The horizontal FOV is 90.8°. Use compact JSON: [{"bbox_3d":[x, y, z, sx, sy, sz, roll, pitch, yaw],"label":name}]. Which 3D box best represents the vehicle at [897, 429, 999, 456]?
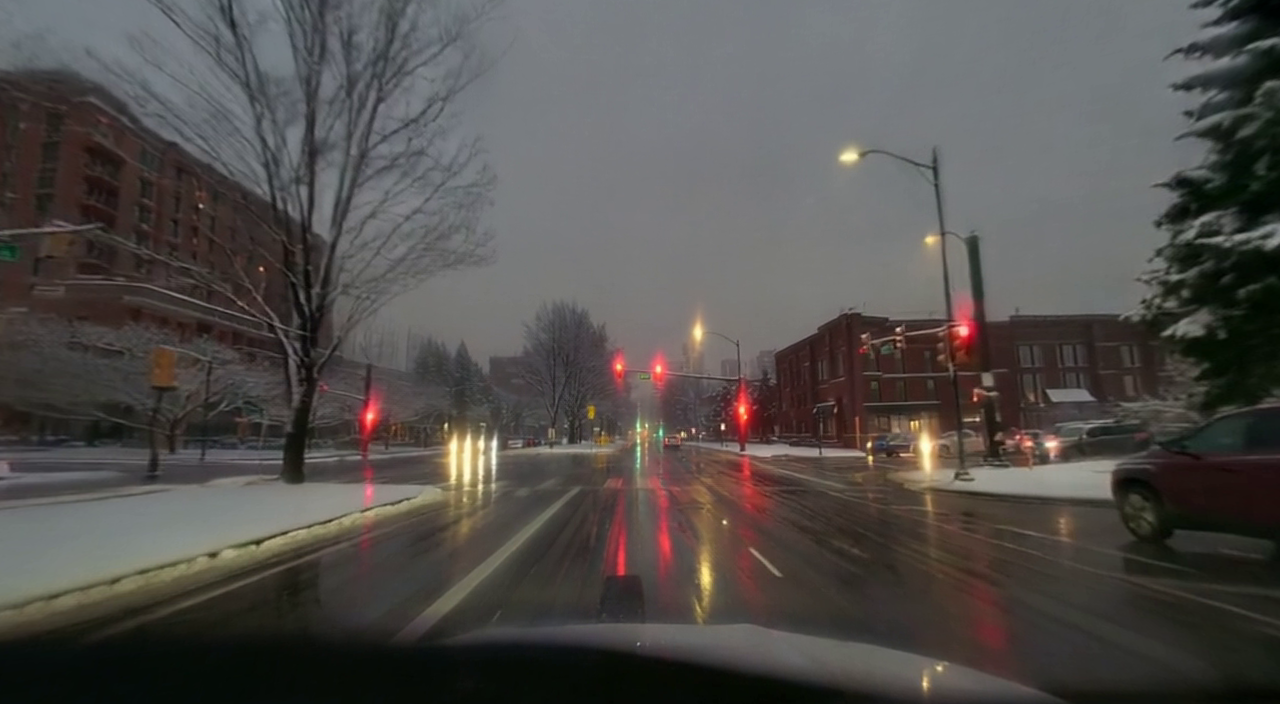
[{"bbox_3d":[17.858,5.287,36.774,4.916,1.504,1.846,0,-8,-1],"label":"vehicle"}]

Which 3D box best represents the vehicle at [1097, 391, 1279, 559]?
[{"bbox_3d":[8.088,1.365,7.101,2.100,1.828,4.879,0,-8,-2],"label":"vehicle"}]
